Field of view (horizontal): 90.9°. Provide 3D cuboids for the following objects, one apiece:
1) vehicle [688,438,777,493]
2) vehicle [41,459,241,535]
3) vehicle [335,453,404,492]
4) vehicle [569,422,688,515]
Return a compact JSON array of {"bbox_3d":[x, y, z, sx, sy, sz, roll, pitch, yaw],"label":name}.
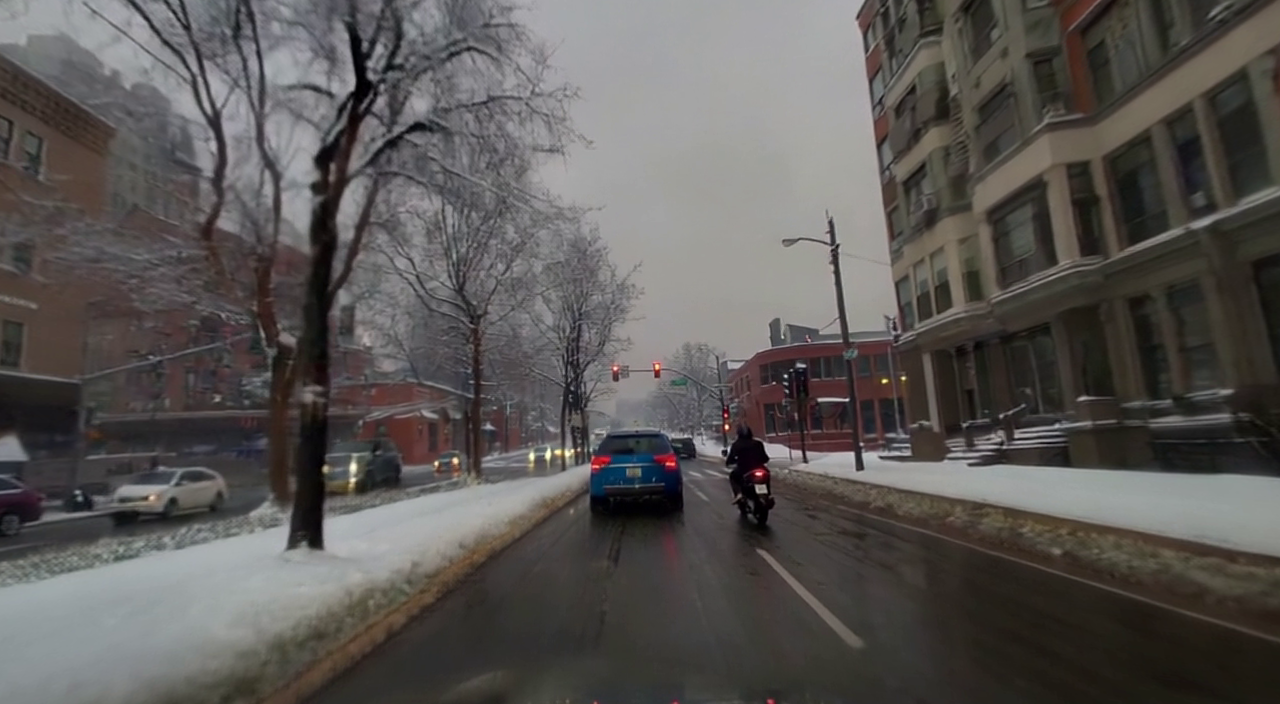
[{"bbox_3d":[2.719,3.468,19.606,2.101,1.507,4.355,0,-9,0],"label":"vehicle"},{"bbox_3d":[-13.706,3.953,17.805,1.926,1.732,4.635,0,-9,-2],"label":"vehicle"},{"bbox_3d":[-13.747,6.124,32.364,1.871,1.786,4.386,0,-9,-4],"label":"vehicle"},{"bbox_3d":[-0.201,2.531,14.138,2.265,1.748,4.130,0,-9,0],"label":"vehicle"}]
